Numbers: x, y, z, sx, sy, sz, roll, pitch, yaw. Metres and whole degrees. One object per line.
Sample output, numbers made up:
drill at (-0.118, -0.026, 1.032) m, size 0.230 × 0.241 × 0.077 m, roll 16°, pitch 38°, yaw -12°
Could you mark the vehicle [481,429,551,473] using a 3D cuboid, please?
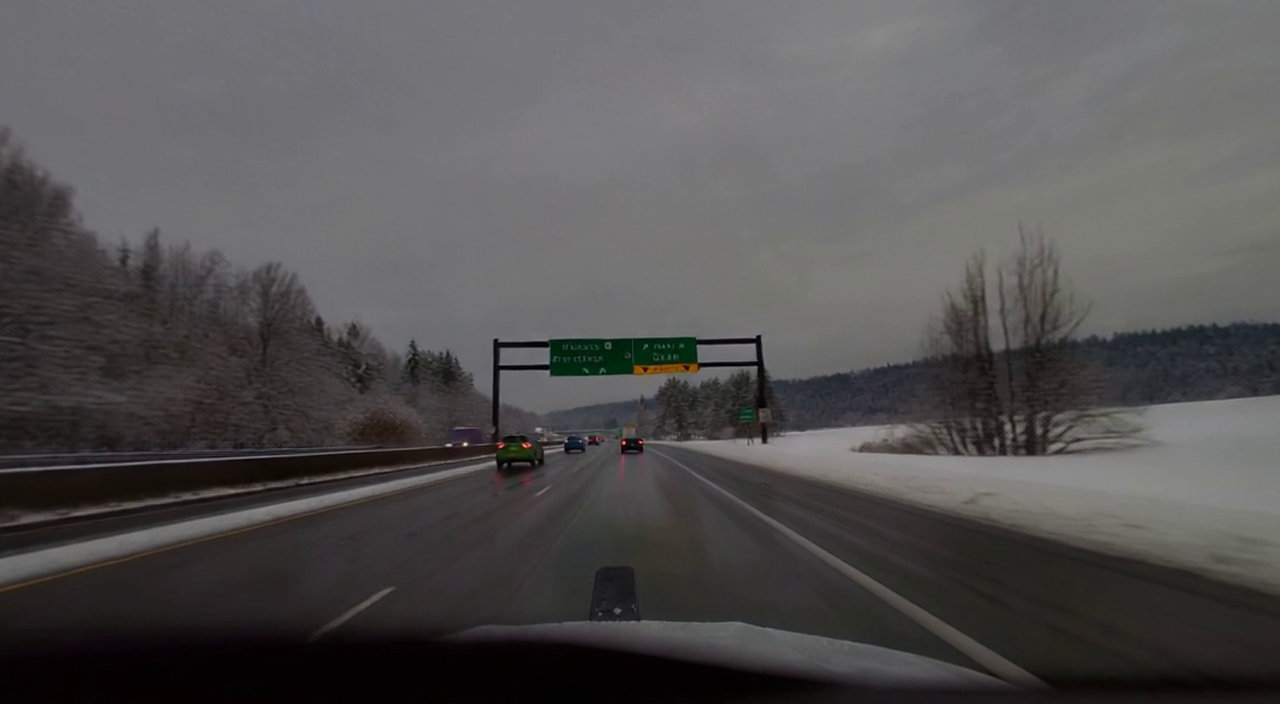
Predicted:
vehicle at (-4.600, 3.715, 23.904) m, size 1.959 × 1.514 × 3.668 m, roll 0°, pitch -8°, yaw -1°
